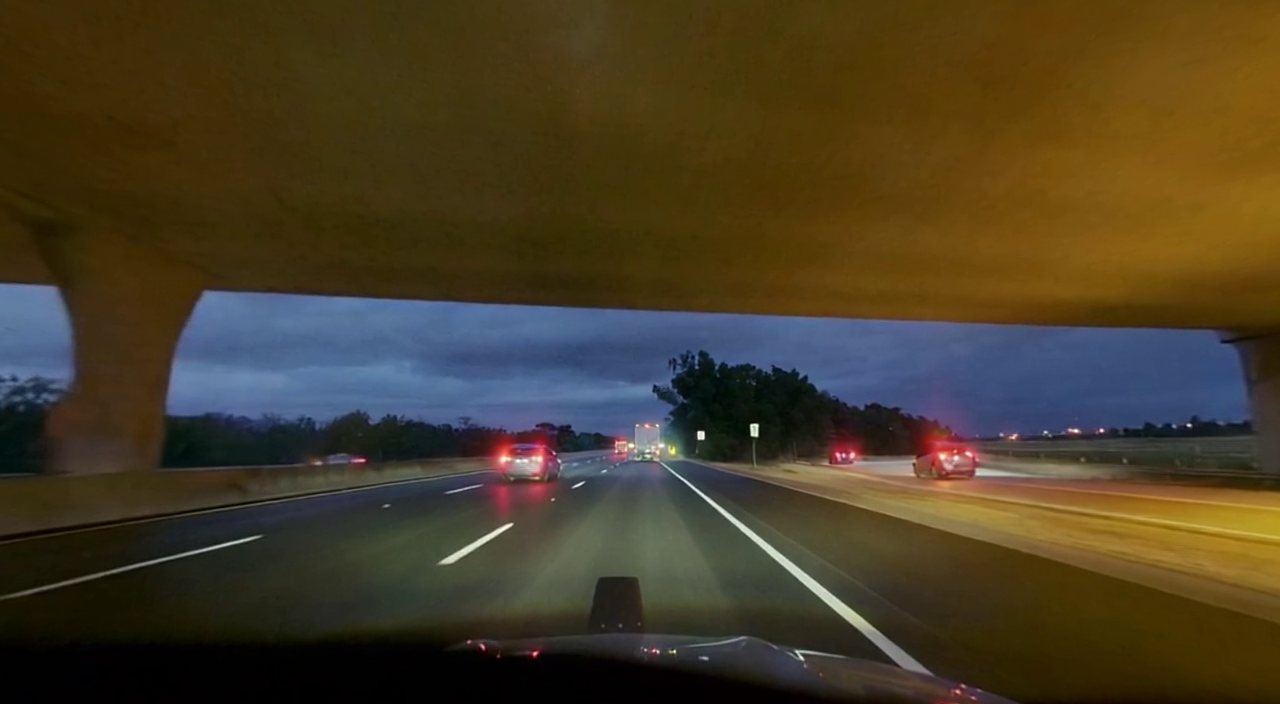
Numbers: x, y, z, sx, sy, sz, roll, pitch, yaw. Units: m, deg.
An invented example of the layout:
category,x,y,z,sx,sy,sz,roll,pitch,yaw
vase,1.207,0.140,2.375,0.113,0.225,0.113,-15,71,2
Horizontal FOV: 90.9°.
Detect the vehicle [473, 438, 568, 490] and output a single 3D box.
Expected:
category,x,y,z,sx,sy,sz,roll,pitch,yaw
vehicle,-4.022,3.885,22.175,2.235,1.593,5.077,0,-9,1
